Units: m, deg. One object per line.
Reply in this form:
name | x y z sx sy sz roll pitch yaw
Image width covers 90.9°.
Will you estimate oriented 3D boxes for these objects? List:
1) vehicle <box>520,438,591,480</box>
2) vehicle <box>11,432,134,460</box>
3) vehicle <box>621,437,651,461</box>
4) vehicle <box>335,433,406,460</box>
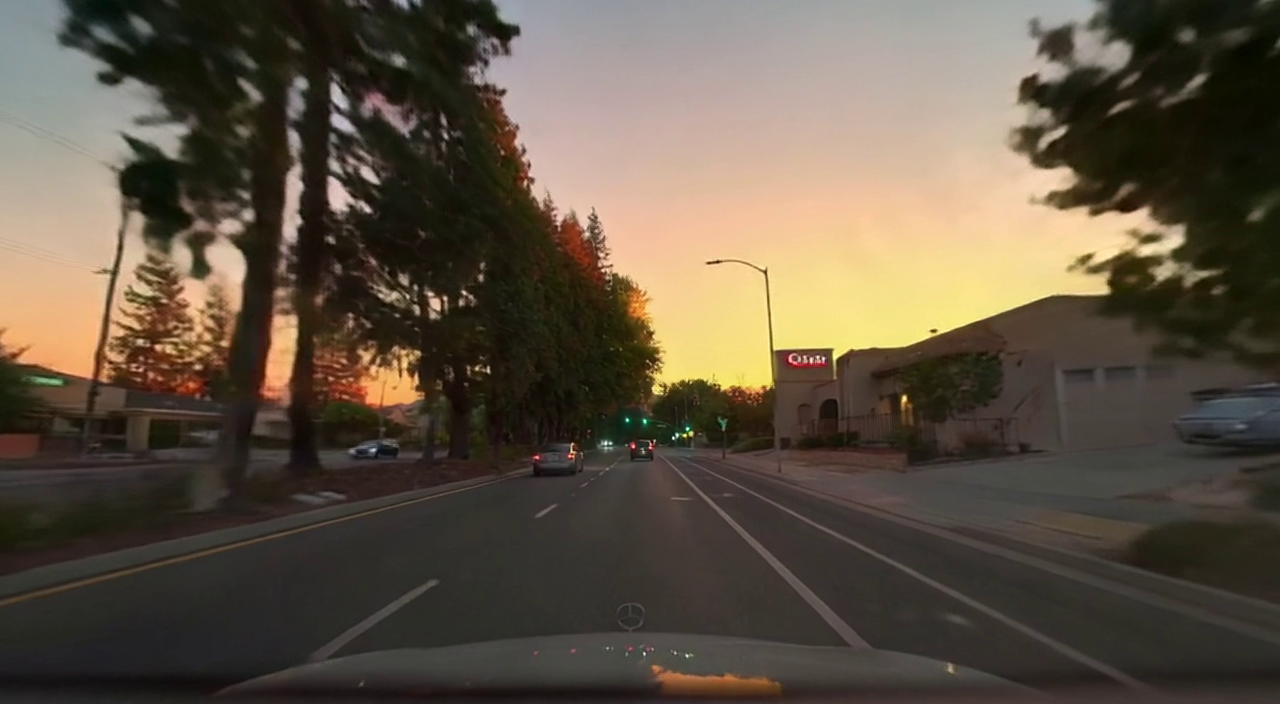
vehicle | -3.179 4.142 24.702 2.015 1.470 4.458 0 -8 2
vehicle | -38.737 6.464 43.190 5.670 1.815 2.766 0 -9 -1
vehicle | -0.265 7.317 47.637 2.153 1.764 4.047 0 -8 0
vehicle | -16.743 5.918 39.509 2.341 1.527 4.616 0 -8 1
